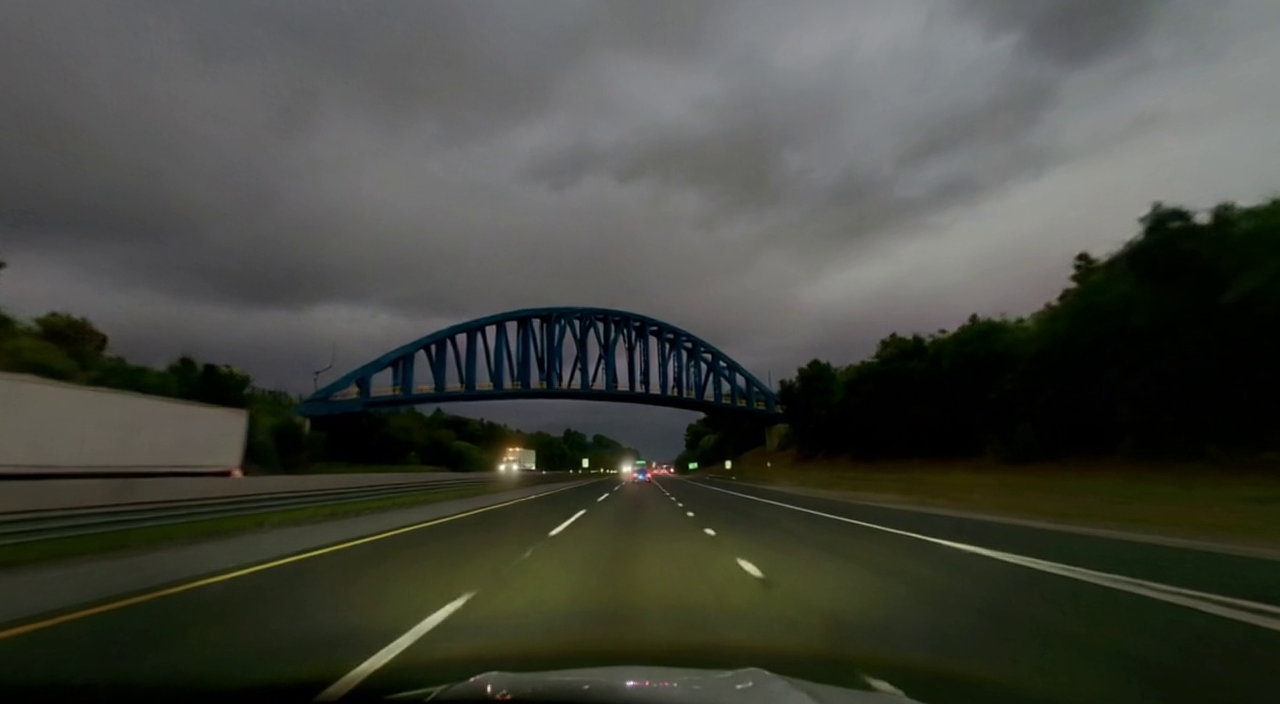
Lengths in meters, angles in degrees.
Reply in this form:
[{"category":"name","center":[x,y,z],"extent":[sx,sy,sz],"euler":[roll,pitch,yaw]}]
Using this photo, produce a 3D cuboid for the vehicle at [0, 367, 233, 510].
[{"category":"vehicle","center":[-19.736,3.101,21.332],"extent":[2.893,4.010,13.120],"euler":[1,-11,0]}]
